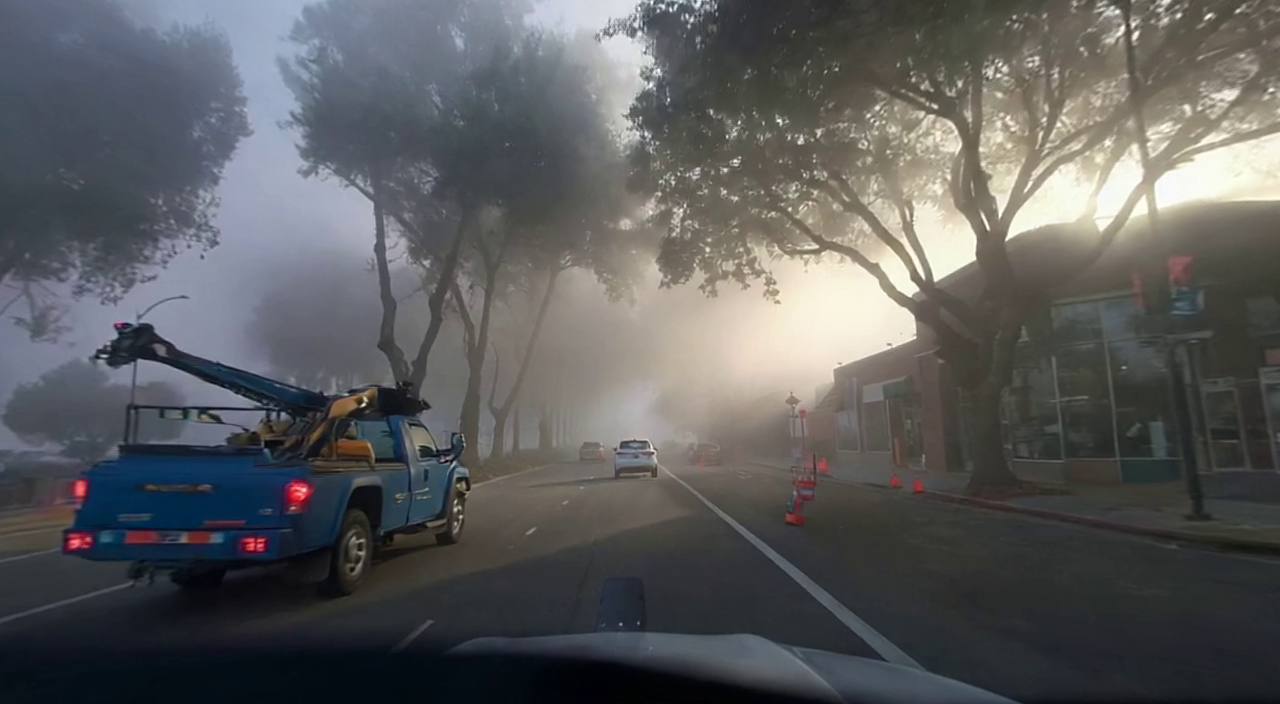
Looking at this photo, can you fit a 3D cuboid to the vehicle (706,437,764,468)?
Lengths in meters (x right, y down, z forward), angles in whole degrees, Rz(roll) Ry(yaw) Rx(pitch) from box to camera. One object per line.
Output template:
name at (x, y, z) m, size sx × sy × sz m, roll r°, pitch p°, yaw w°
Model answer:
vehicle at (5.377, 5.775, 36.445) m, size 2.082 × 1.601 × 4.451 m, roll 1°, pitch -9°, yaw -9°

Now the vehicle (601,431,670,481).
vehicle at (-0.195, 3.962, 24.309) m, size 2.413 × 1.748 × 4.406 m, roll 0°, pitch -8°, yaw -1°

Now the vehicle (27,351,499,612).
vehicle at (-3.614, 1.437, 7.920) m, size 2.424 × 2.063 × 5.678 m, roll 0°, pitch -9°, yaw 0°
